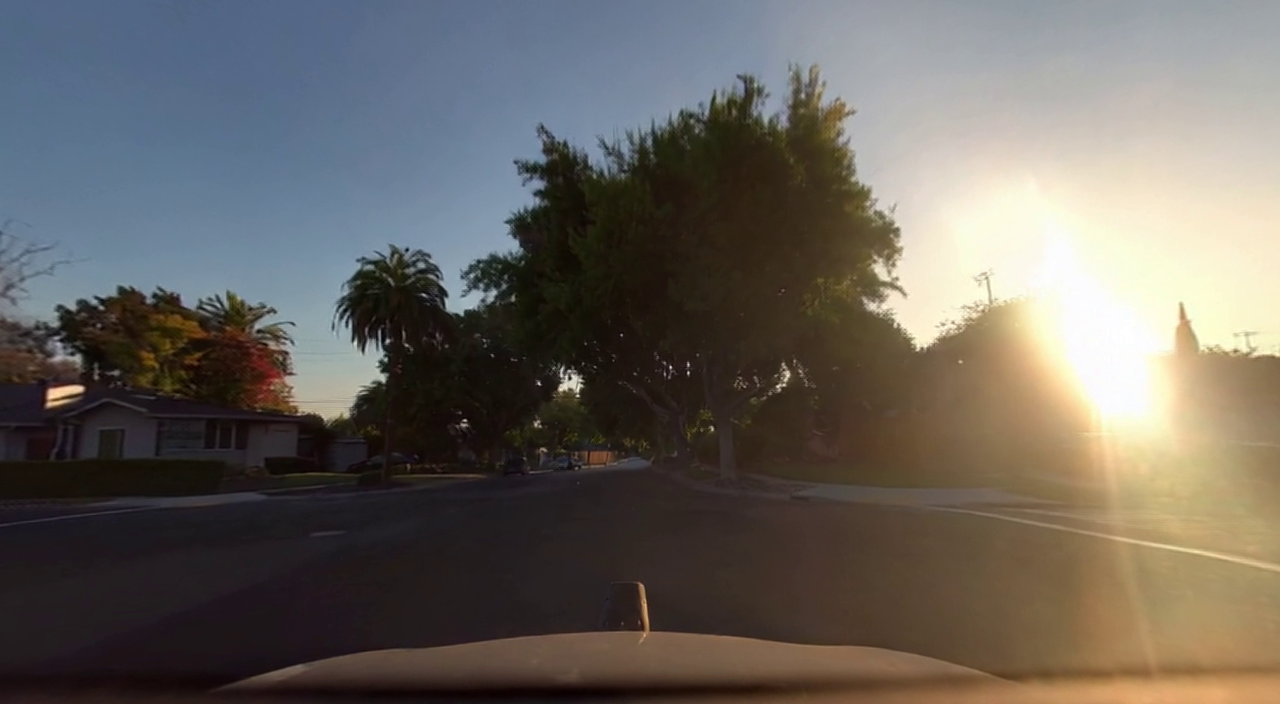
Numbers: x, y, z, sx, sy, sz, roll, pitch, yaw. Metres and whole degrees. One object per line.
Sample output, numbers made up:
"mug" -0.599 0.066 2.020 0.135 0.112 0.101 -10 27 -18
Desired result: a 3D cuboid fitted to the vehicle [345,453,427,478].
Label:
"vehicle" -16.079 7.176 40.168 4.358 1.516 2.077 1 -8 -4
